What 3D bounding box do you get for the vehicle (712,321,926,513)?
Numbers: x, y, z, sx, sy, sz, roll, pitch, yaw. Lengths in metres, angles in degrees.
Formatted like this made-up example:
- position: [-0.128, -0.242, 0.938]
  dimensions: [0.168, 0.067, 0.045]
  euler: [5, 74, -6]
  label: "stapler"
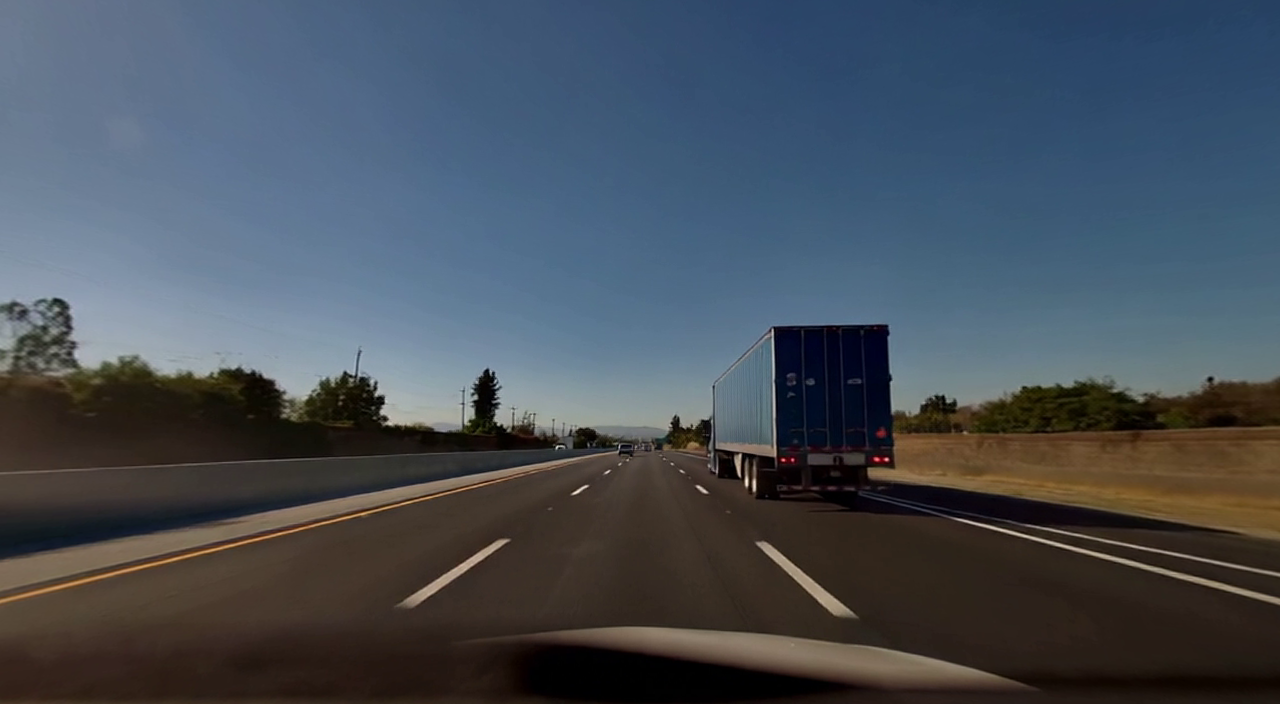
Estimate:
- position: [4.157, 2.098, 18.286]
  dimensions: [2.870, 3.768, 11.872]
  euler: [0, -8, 1]
  label: "vehicle"
